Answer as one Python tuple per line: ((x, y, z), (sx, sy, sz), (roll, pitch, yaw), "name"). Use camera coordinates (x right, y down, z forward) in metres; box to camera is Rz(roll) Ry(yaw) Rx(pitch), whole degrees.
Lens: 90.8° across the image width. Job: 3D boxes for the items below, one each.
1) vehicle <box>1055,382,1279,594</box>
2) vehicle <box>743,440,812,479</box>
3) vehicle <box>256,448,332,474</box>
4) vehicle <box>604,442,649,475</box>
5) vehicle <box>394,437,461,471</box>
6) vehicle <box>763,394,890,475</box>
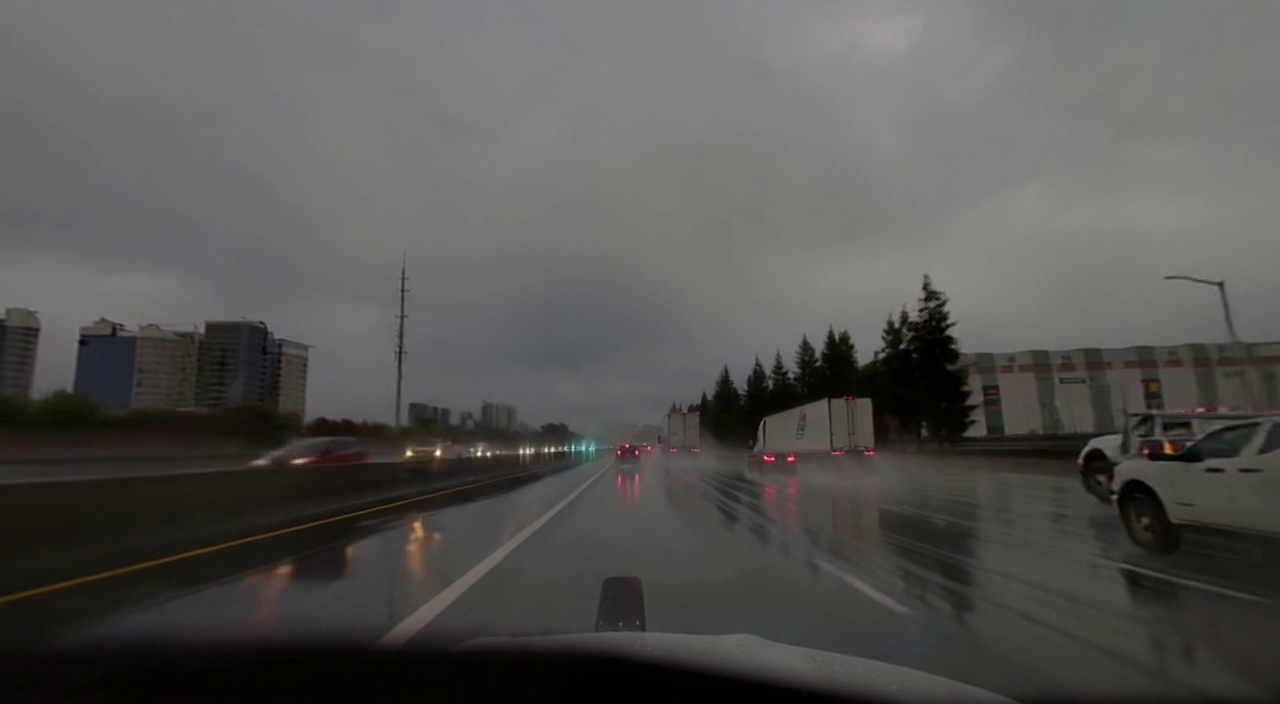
((7.309, 1.341, 6.320), (2.369, 2.007, 5.700), (0, -9, 0), "vehicle")
((6.253, 4.952, 29.304), (2.154, 1.658, 4.347), (0, -9, 0), "vehicle")
((-20.662, 6.518, 37.968), (1.895, 1.457, 4.677), (0, -9, 0), "vehicle")
((-0.680, 5.406, 32.183), (2.163, 1.551, 4.180), (0, -9, -1), "vehicle")
((-12.896, 6.227, 38.724), (2.179, 1.895, 5.631), (0, -9, -1), "vehicle")
((11.312, 5.589, 41.268), (2.898, 4.171, 17.188), (0, -9, -1), "vehicle")
